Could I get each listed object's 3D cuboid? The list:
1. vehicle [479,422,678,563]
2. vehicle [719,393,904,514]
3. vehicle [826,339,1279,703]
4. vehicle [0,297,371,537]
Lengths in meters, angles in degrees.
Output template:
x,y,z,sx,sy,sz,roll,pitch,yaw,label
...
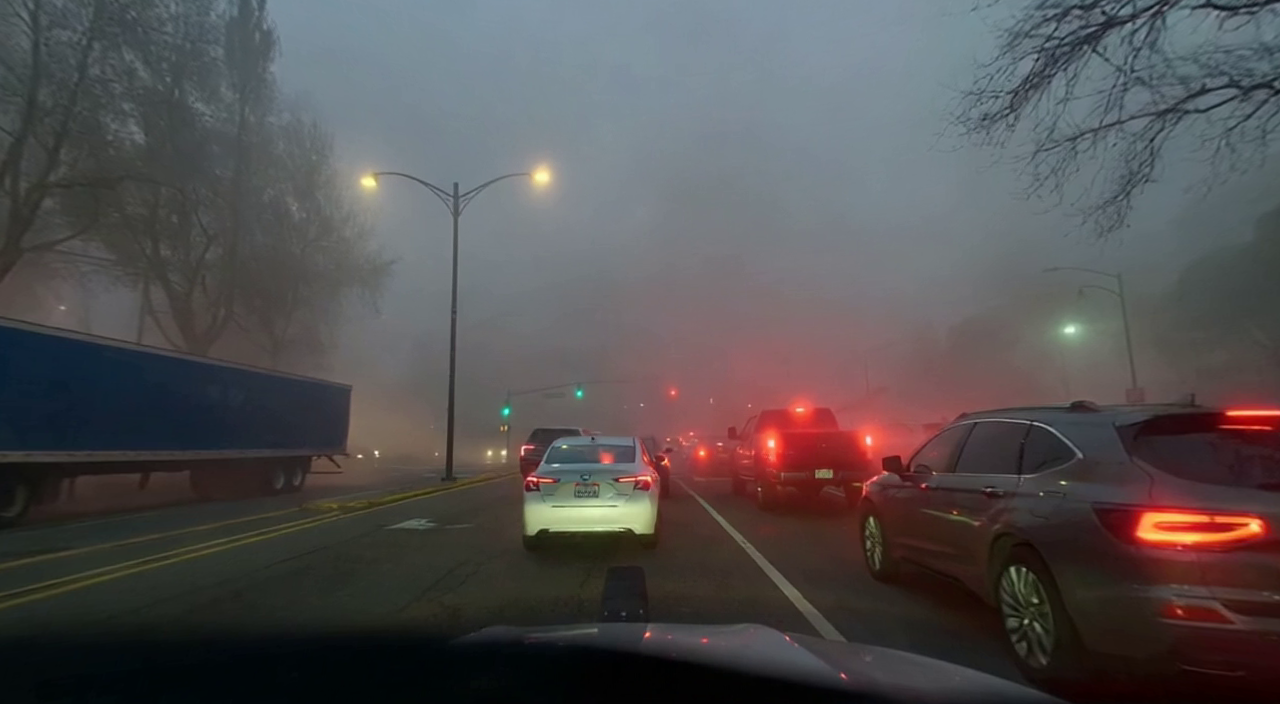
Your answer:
x,y,z,sx,sy,sz,roll,pitch,yaw,label
-0.654,1.861,9.065,2.172,1.536,4.250,0,-8,0,vehicle
3.473,2.270,14.381,2.497,2.186,5.890,0,-8,-1,vehicle
3.170,1.148,4.802,2.024,1.723,4.714,0,-8,0,vehicle
-13.204,2.141,17.775,3.246,4.347,17.394,0,-9,1,vehicle
